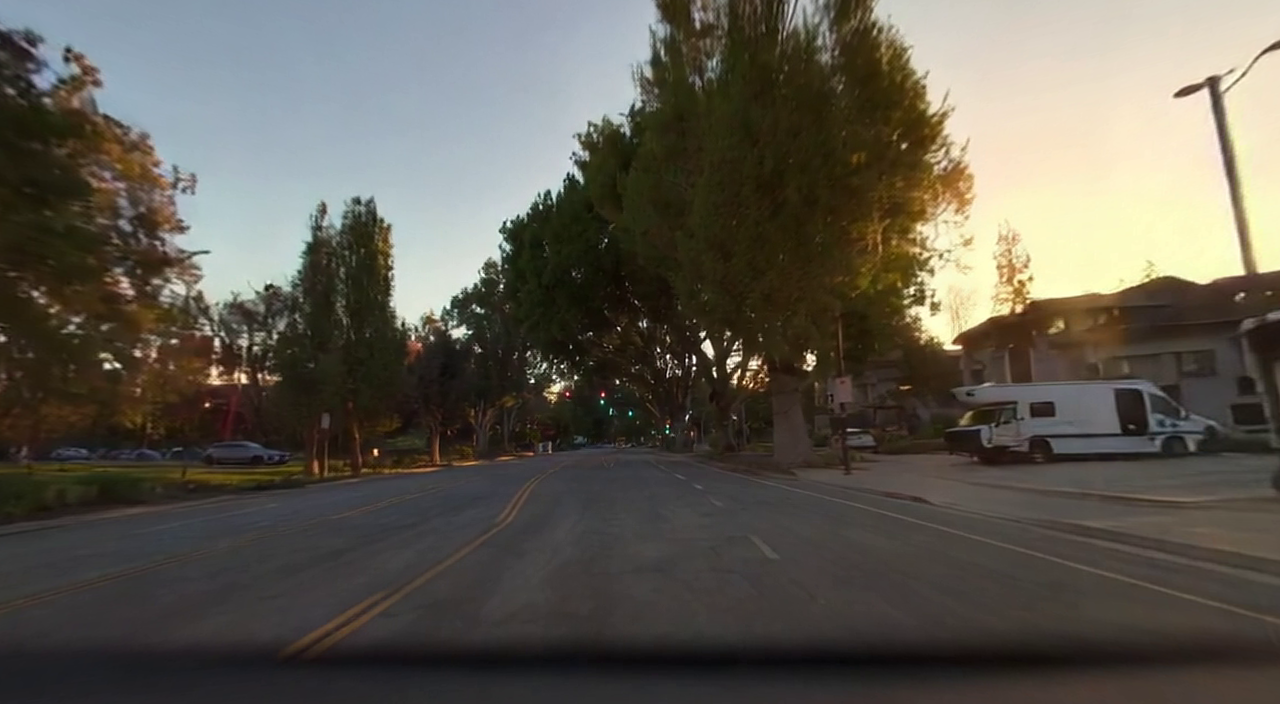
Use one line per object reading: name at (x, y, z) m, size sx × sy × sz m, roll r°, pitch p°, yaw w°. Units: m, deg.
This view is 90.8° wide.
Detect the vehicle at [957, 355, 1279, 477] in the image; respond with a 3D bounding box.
vehicle at (15.481, 1.953, 19.579) m, size 9.549 × 3.068 × 3.049 m, roll -3°, pitch -7°, yaw -3°

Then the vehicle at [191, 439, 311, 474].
vehicle at (-24.800, 6.640, 40.439) m, size 6.218 × 2.056 × 2.324 m, roll 0°, pitch -5°, yaw 1°
